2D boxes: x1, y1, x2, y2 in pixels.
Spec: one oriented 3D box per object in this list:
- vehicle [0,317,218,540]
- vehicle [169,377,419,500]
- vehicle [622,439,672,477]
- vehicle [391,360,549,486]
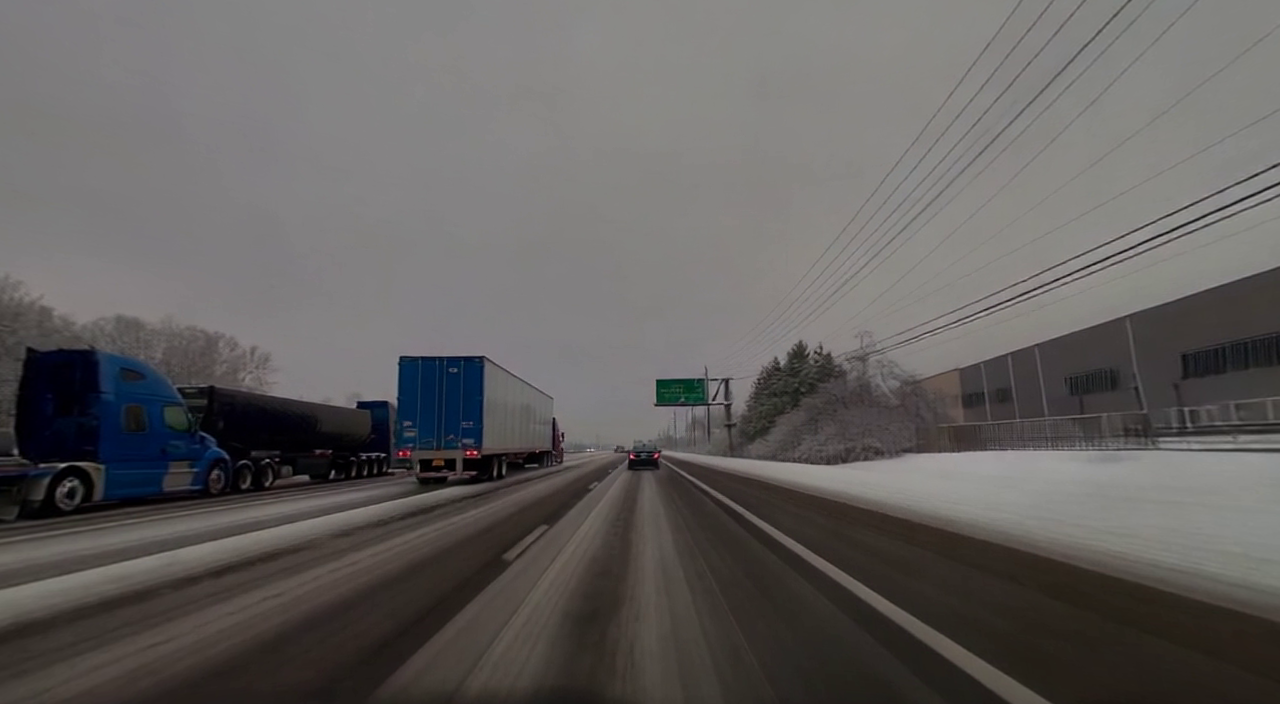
[{"bbox_3d":[-10.598,1.252,10.083,2.722,3.172,7.167,0,-8,-1],"label":"vehicle"},{"bbox_3d":[-10.575,2.912,21.042,2.896,3.140,9.491,0,-8,0],"label":"vehicle"},{"bbox_3d":[0.240,4.660,27.946,2.055,1.514,4.323,0,-8,-1],"label":"vehicle"},{"bbox_3d":[-6.593,3.399,28.132,2.907,4.081,15.311,0,-8,0],"label":"vehicle"}]
